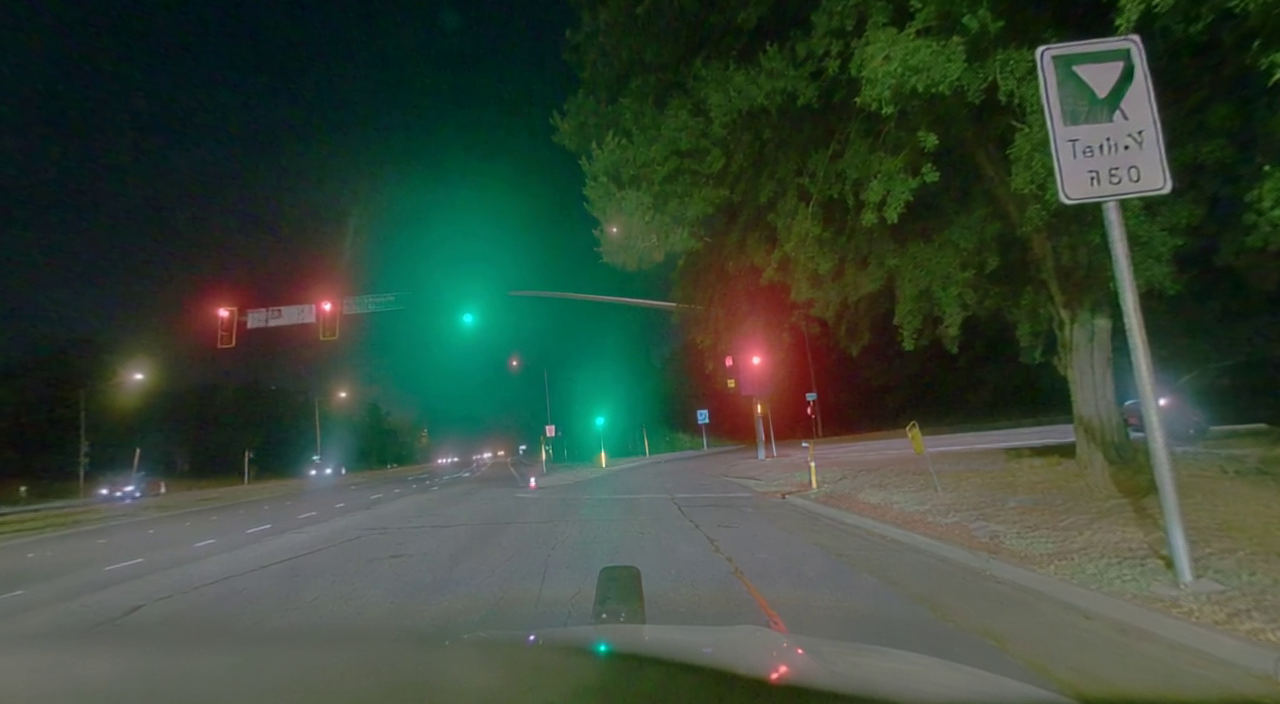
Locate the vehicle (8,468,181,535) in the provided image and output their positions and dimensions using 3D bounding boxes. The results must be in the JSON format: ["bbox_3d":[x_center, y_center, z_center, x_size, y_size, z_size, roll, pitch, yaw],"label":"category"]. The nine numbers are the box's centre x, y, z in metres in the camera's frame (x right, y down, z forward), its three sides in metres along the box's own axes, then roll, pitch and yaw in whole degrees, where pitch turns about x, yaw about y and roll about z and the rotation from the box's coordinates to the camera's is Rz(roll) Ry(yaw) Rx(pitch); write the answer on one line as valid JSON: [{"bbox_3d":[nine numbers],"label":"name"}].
[{"bbox_3d":[-17.021,4.623,20.089,2.078,1.486,4.629,-4,-8,-11],"label":"vehicle"}]

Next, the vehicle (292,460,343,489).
[{"bbox_3d":[-21.082,7.991,41.474,1.986,1.492,4.332,-3,-8,-13],"label":"vehicle"}]

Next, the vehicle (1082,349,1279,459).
[{"bbox_3d":[10.646,1.084,11.784,1.855,1.669,4.529,-2,-9,6],"label":"vehicle"}]
